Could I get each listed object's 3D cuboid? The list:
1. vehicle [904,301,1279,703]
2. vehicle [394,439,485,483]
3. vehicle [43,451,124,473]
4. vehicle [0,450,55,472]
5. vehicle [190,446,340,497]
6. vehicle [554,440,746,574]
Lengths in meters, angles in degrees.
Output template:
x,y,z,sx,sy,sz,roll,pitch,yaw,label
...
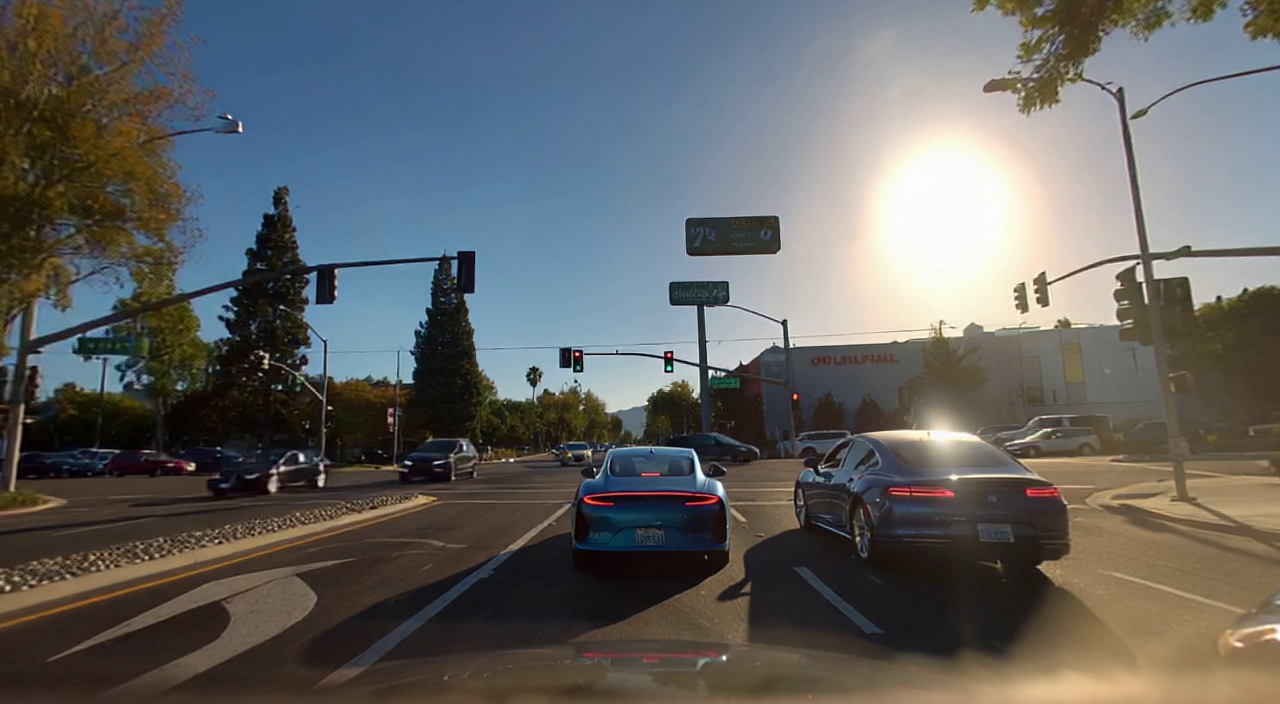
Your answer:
x,y,z,sx,sy,sz,roll,pitch,yaw,label
3.112,0.802,2.526,2.143,1.759,4.531,0,-8,0,vehicle
-8.215,4.503,26.368,2.091,1.651,4.870,0,-8,2,vehicle
-41.286,8.159,46.796,4.195,1.533,1.752,0,-8,-3,vehicle
-46.169,7.959,46.166,4.545,1.558,1.833,0,-8,-4,vehicle
-11.950,3.809,20.527,2.053,1.436,4.494,0,-8,1,vehicle
0.123,1.868,8.394,1.945,1.343,3.827,0,-8,1,vehicle
